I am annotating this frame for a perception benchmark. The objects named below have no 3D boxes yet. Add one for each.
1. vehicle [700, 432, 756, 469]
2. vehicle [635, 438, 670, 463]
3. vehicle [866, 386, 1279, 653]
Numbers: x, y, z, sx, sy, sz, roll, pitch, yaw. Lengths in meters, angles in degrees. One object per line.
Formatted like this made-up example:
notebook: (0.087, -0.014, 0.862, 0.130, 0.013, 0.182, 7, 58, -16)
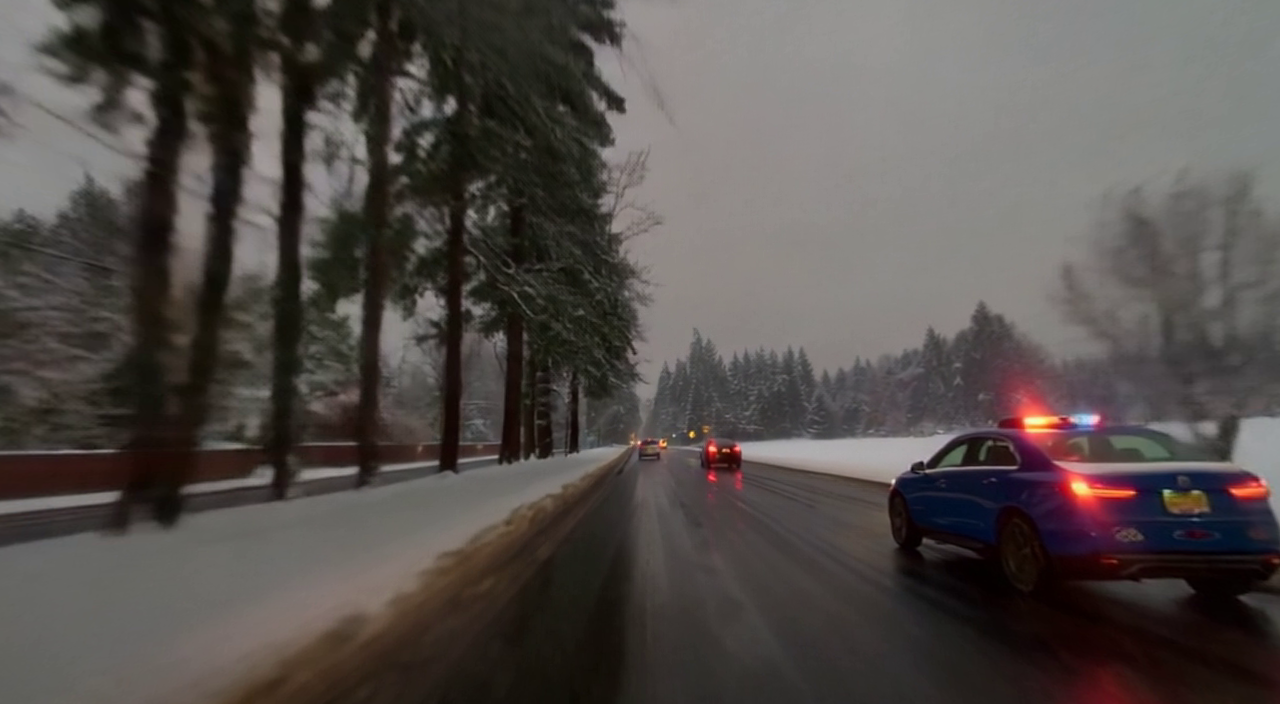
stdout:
vehicle: (4.302, 4.887, 31.395, 2.110, 1.666, 3.912, 0, -8, -1)
vehicle: (0.730, 6.060, 38.970, 2.026, 1.466, 4.282, 0, -8, 0)
vehicle: (3.980, 1.329, 6.032, 2.052, 1.639, 4.123, 0, -8, 0)
